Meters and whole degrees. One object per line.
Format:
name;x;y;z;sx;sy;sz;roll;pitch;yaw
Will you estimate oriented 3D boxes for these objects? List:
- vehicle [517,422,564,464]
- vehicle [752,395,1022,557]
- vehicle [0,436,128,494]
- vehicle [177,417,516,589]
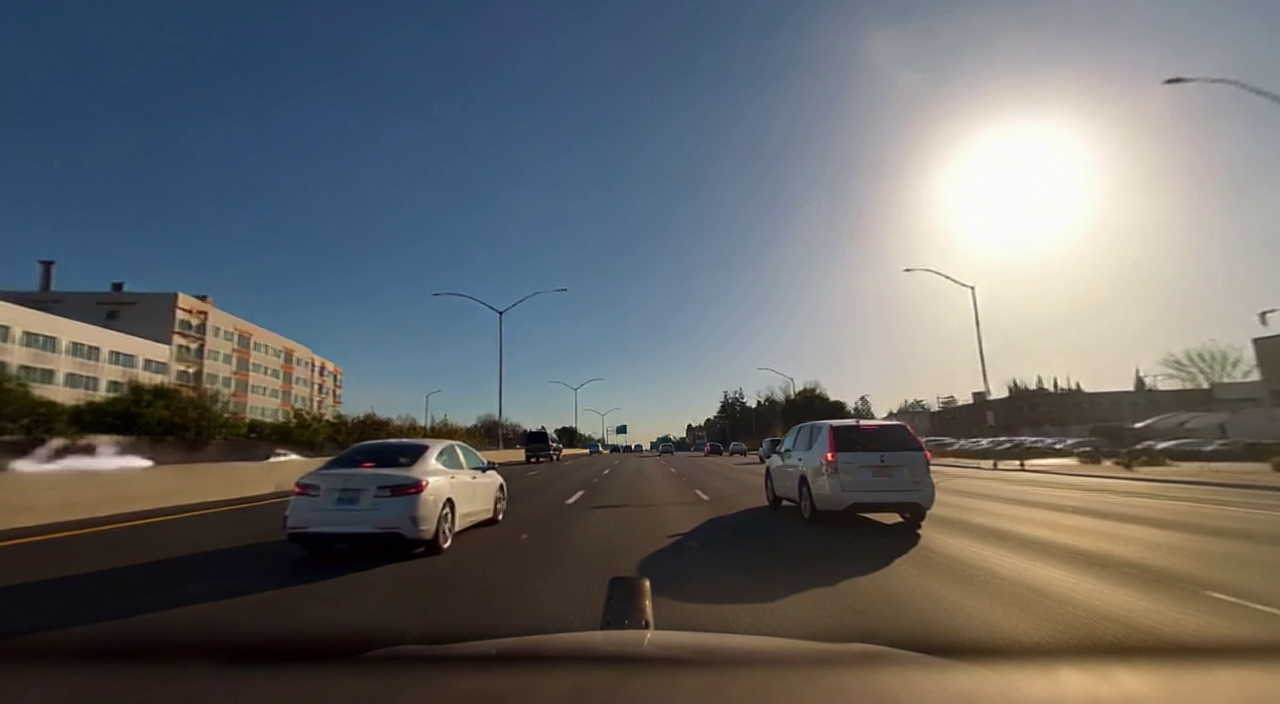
vehicle;-7.046;6.591;45.519;2.362;2.778;6.630;0;-8;0
vehicle;3.301;1.784;9.776;2.148;1.852;4.835;0;-8;-1
vehicle;-15.588;2.924;16.569;1.450;1.356;3.294;0;-8;0
vehicle;-3.154;1.734;8.177;2.080;1.542;4.718;-1;-8;1
